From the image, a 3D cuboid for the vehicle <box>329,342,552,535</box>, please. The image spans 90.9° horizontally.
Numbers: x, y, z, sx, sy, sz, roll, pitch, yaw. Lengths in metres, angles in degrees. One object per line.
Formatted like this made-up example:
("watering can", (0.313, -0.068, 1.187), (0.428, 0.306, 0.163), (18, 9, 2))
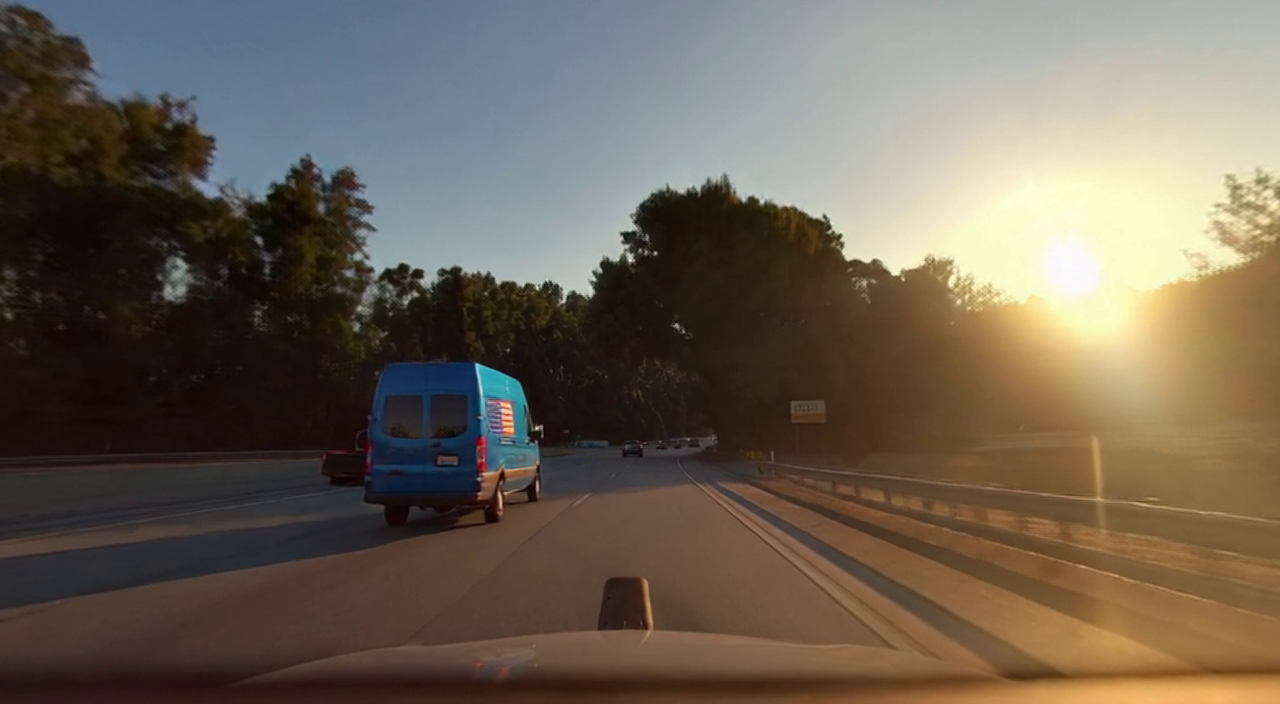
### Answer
("vehicle", (-3.372, 1.679, 12.296), (2.319, 2.883, 5.632), (0, -8, 1))
